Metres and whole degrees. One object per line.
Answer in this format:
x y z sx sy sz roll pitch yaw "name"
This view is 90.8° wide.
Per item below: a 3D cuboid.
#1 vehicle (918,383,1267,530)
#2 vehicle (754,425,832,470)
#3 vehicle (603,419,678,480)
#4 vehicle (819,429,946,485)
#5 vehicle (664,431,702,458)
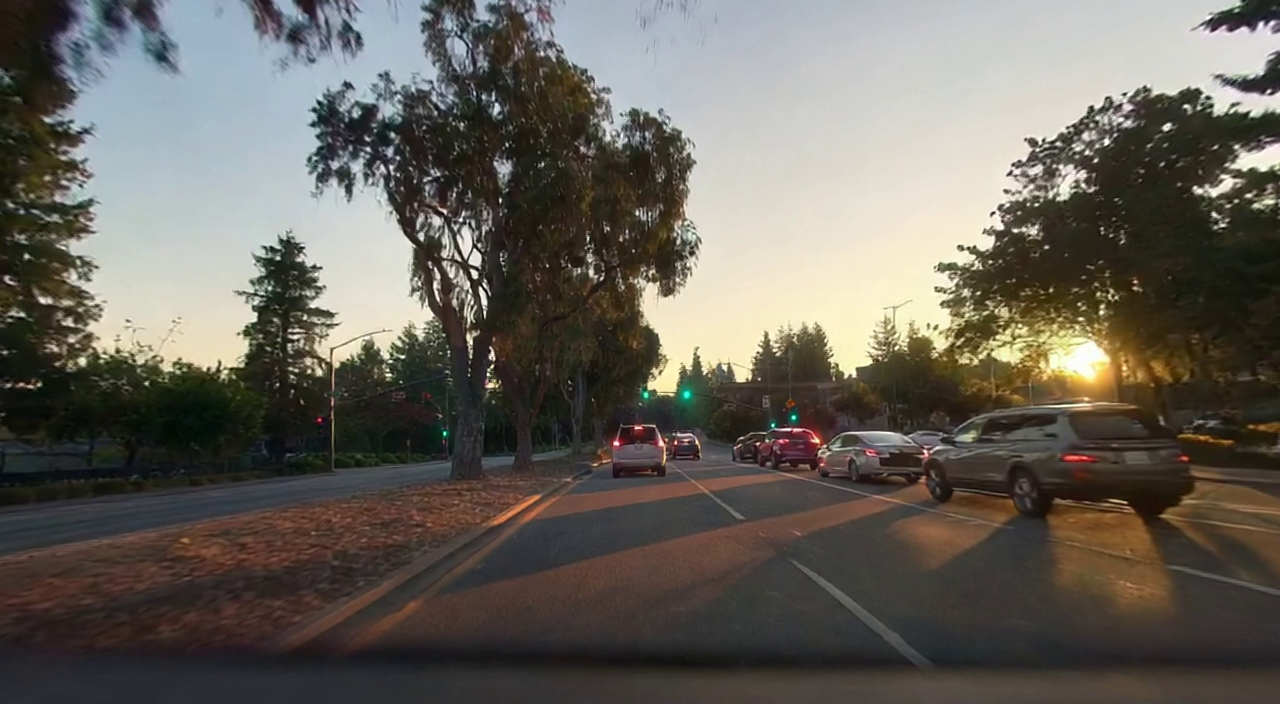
7.064 1.742 10.835 2.226 1.913 4.901 0 -9 -1 "vehicle"
6.987 4.447 29.521 2.251 1.873 5.346 0 -9 0 "vehicle"
-0.004 3.387 21.975 2.353 1.894 4.122 0 -9 0 "vehicle"
7.311 3.233 19.696 2.004 1.504 4.836 0 -9 -1 "vehicle"
3.074 6.781 46.258 2.388 1.833 4.506 0 -9 -1 "vehicle"
